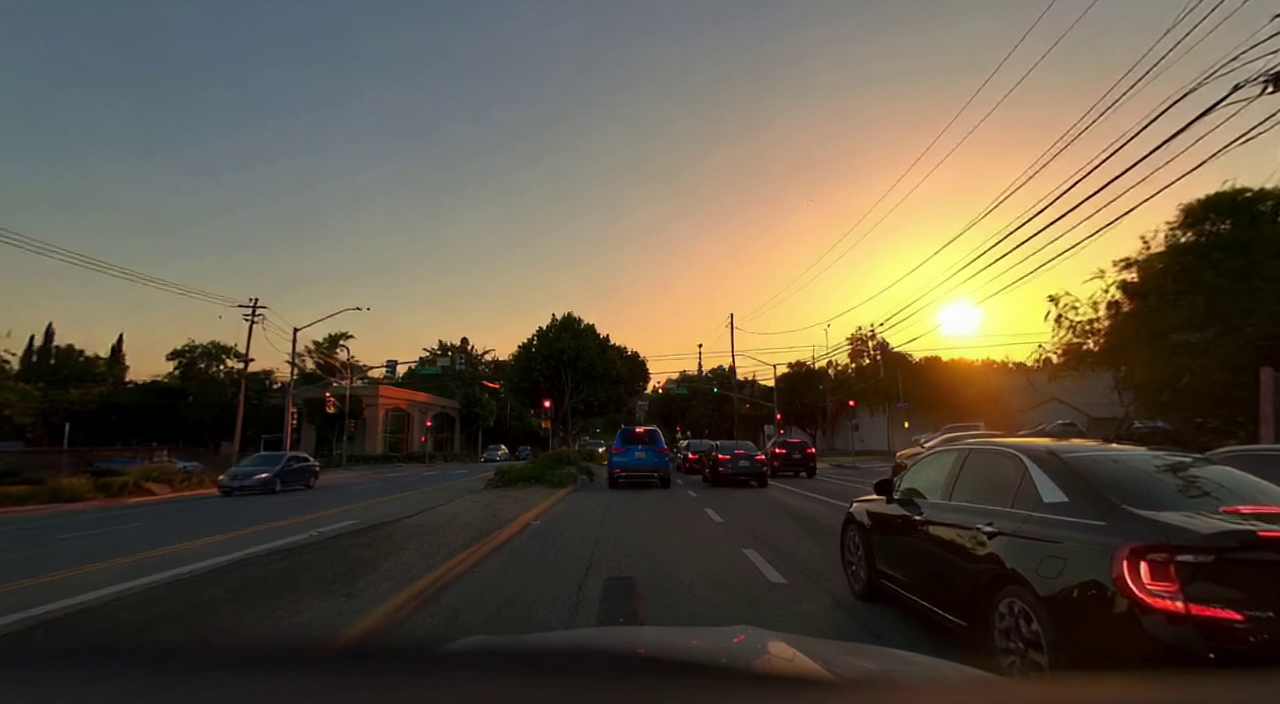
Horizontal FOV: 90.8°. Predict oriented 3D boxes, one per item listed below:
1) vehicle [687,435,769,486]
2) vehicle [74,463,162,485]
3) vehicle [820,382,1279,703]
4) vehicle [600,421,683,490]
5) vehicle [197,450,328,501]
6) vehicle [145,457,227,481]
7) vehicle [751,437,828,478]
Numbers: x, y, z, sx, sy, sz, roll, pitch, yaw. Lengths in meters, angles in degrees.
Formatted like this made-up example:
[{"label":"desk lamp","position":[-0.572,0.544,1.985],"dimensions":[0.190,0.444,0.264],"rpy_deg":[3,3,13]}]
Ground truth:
[{"label":"vehicle","position":[2.778,3.558,21.029],"dimensions":[2.025,1.477,4.333],"rpy_deg":[0,-8,-1]},{"label":"vehicle","position":[-38.140,8.884,46.234],"dimensions":[4.625,1.455,2.029],"rpy_deg":[0,-8,1]},{"label":"vehicle","position":[2.761,1.122,3.833],"dimensions":[2.004,1.460,4.297],"rpy_deg":[0,-8,-1]},{"label":"vehicle","position":[0.021,3.190,19.682],"dimensions":[2.236,1.856,4.816],"rpy_deg":[0,-8,0]},{"label":"vehicle","position":[-12.515,4.077,21.329],"dimensions":[1.952,1.475,4.442],"rpy_deg":[0,-8,-5]},{"label":"vehicle","position":[-33.346,8.572,46.485],"dimensions":[4.550,1.601,1.766],"rpy_deg":[0,-8,-5]},{"label":"vehicle","position":[5.872,4.201,25.378],"dimensions":[1.926,1.472,4.449],"rpy_deg":[0,-8,-1]}]
